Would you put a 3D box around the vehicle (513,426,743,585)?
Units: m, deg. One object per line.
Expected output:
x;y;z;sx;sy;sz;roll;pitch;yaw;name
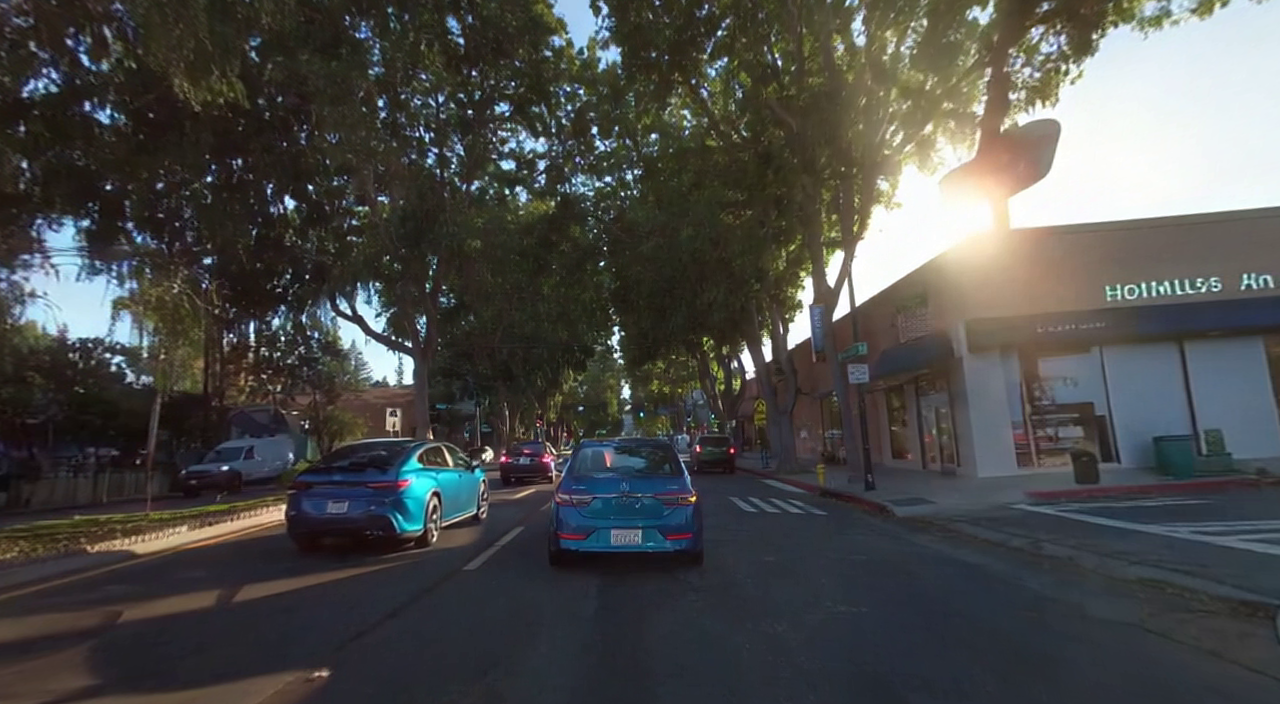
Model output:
-0.121;1.755;8.029;2.160;1.482;4.037;0;-9;0;vehicle

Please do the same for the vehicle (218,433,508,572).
-3.408;1.928;8.937;2.029;1.456;4.414;0;-9;1;vehicle
